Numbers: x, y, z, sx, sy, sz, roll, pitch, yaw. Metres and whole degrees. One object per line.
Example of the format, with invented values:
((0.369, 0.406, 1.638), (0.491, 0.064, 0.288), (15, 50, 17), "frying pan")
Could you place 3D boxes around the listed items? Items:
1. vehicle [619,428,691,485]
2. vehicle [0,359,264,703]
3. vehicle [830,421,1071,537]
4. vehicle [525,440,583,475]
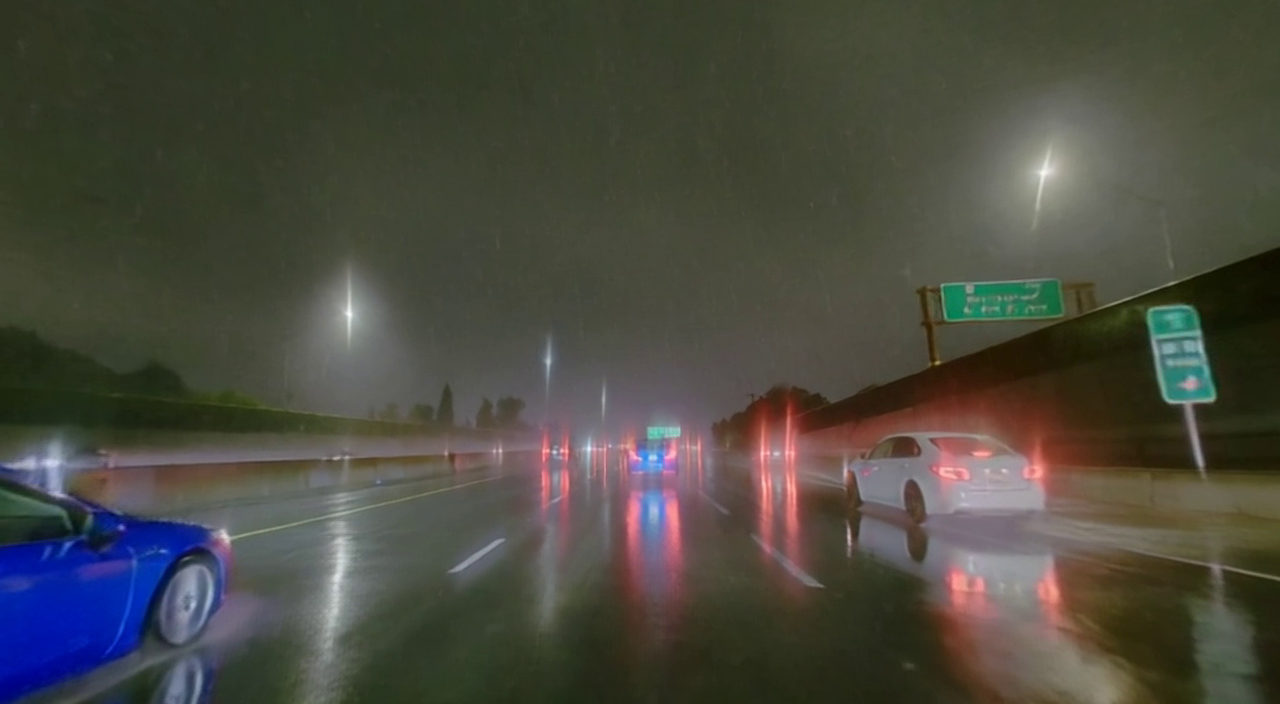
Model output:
((0.440, 3.540, 21.543), (2.202, 1.748, 4.158), (0, -8, -1), "vehicle")
((-3.933, 0.804, 2.439), (2.160, 1.639, 4.431), (0, -8, 0), "vehicle")
((5.168, 2.165, 11.369), (2.055, 1.656, 4.370), (0, -8, -1), "vehicle")
((-3.891, 4.852, 29.243), (2.031, 1.491, 4.145), (0, -8, 1), "vehicle")
